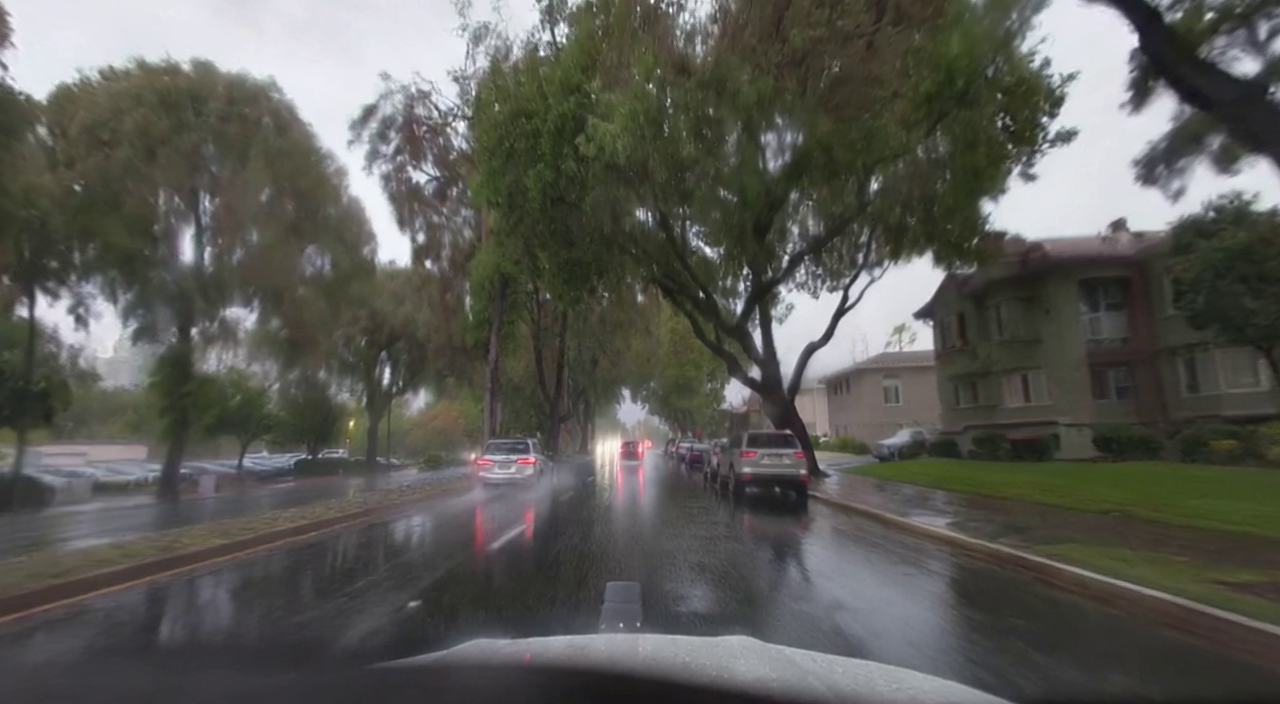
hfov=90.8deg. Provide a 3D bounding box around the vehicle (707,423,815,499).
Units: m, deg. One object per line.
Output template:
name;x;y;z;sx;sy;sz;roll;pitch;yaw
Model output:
vehicle;3.280;3.102;18.378;2.090;1.839;5.495;0;-8;0

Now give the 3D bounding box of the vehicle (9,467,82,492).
vehicle;-42.090;9.000;44.757;3.582;1.568;1.999;8;-12;-43

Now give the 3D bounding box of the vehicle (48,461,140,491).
vehicle;-38.276;8.641;44.381;2.093;1.866;4.589;-8;-12;44

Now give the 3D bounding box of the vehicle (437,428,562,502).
vehicle;-3.511;2.936;16.827;2.129;1.668;4.722;0;-8;1

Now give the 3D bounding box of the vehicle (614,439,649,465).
vehicle;-0.502;6.489;41.157;2.142;1.548;4.273;0;-8;0
